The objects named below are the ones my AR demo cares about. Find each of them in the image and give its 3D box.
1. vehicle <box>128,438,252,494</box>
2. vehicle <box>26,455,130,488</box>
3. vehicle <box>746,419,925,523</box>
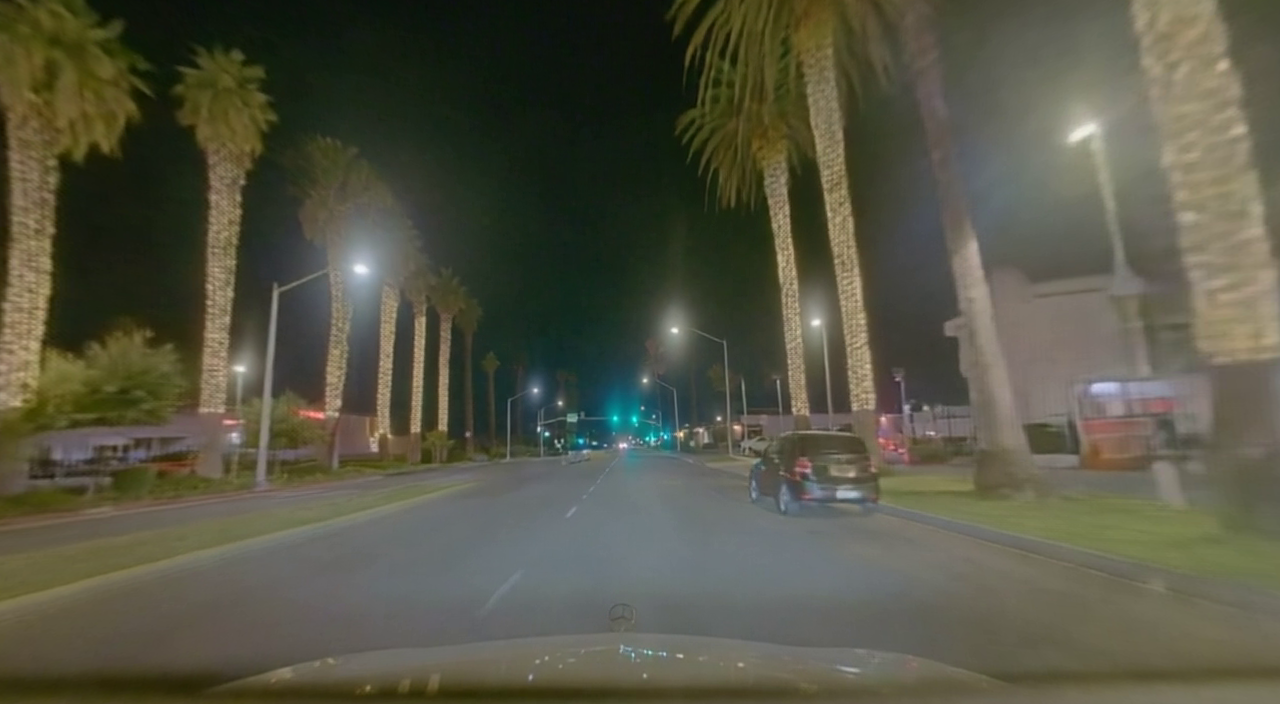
[{"bbox_3d":[-19.456,4.828,27.195,6.167,2.125,2.526,-7,-11,38],"label":"vehicle"},{"bbox_3d":[-37.785,8.029,42.567,4.828,1.948,2.094,-1,-9,-3],"label":"vehicle"},{"bbox_3d":[3.701,2.350,12.981,2.138,1.743,4.363,0,-9,-2],"label":"vehicle"}]
